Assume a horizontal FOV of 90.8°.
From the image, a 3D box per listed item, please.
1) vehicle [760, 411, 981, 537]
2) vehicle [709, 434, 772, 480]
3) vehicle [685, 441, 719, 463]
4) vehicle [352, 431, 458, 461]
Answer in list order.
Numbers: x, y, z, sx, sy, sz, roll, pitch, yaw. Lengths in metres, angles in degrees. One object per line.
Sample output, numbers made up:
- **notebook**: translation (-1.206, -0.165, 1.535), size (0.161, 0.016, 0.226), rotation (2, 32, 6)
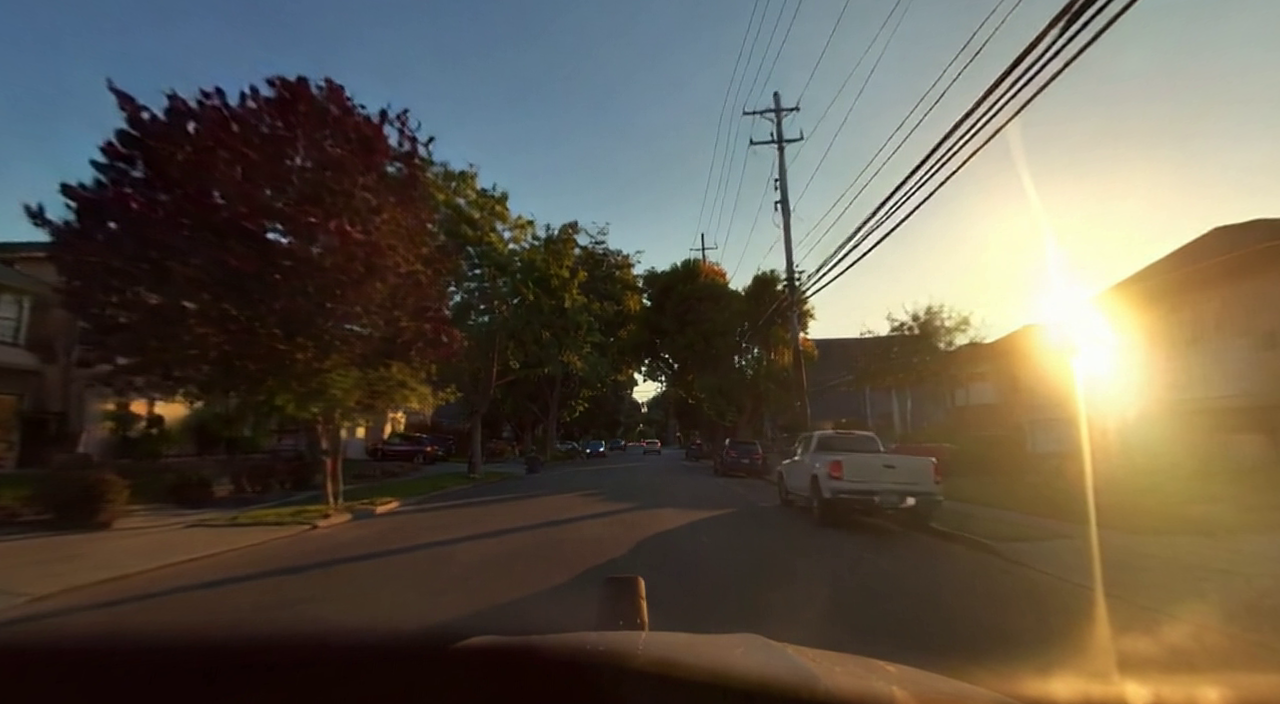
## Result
- **vehicle**: translation (3.847, 2.152, 11.786), size (2.280, 1.820, 5.001), rotation (0, -8, 1)
- **vehicle**: translation (4.191, 4.450, 27.056), size (2.066, 1.753, 4.877), rotation (0, -8, 2)
- **vehicle**: translation (4.460, 7.302, 46.181), size (2.031, 1.471, 4.328), rotation (0, -8, -1)
- **vehicle**: translation (-12.343, 4.991, 33.439), size (4.792, 1.521, 2.077), rotation (0, -8, 1)
